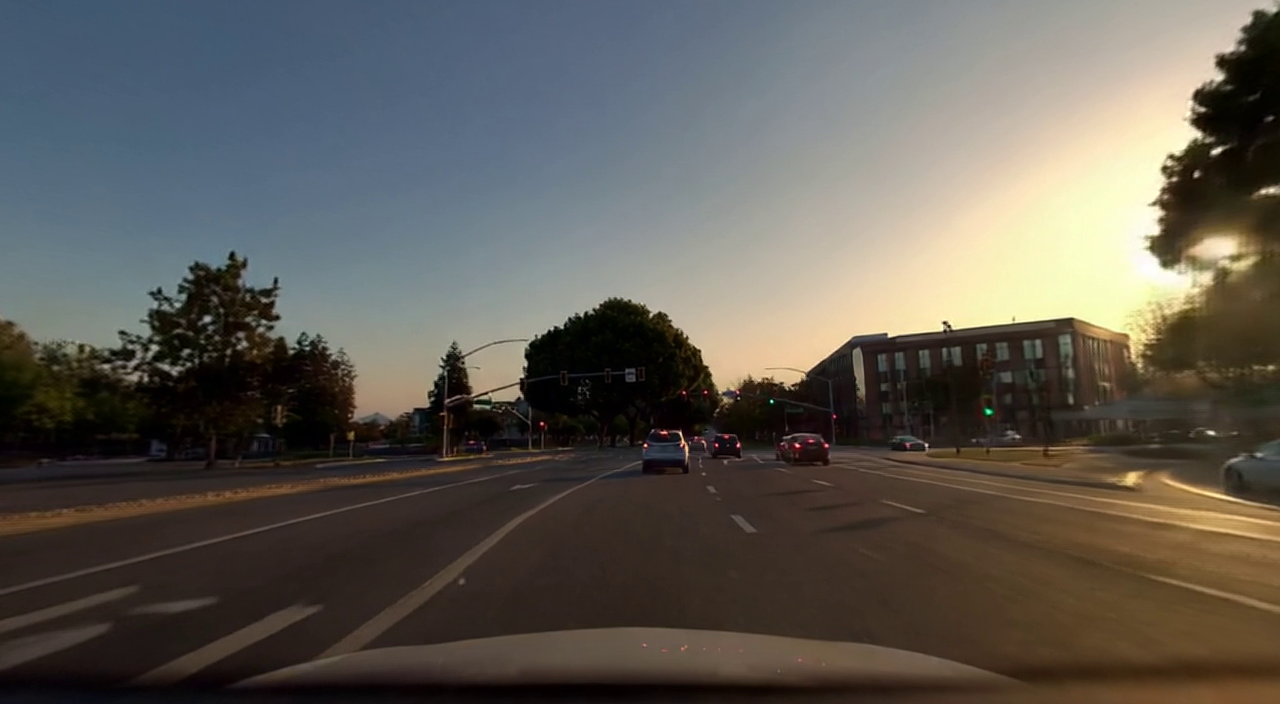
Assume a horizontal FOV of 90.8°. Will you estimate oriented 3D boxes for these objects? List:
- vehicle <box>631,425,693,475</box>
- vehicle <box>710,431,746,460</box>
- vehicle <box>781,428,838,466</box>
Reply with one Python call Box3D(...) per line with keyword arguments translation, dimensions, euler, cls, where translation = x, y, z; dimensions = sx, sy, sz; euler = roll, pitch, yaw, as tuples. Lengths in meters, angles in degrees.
Box3D(translation=(0.925, 3.883, 24.988), dimensions=(2.211, 1.795, 4.179), euler=(-1, -9, 4), cls="vehicle")
Box3D(translation=(5.809, 6.192, 41.590), dimensions=(2.188, 1.774, 4.646), euler=(-1, -9, 8), cls="vehicle")
Box3D(translation=(8.731, 4.974, 32.948), dimensions=(2.074, 1.791, 4.393), euler=(-1, -9, 5), cls="vehicle")
